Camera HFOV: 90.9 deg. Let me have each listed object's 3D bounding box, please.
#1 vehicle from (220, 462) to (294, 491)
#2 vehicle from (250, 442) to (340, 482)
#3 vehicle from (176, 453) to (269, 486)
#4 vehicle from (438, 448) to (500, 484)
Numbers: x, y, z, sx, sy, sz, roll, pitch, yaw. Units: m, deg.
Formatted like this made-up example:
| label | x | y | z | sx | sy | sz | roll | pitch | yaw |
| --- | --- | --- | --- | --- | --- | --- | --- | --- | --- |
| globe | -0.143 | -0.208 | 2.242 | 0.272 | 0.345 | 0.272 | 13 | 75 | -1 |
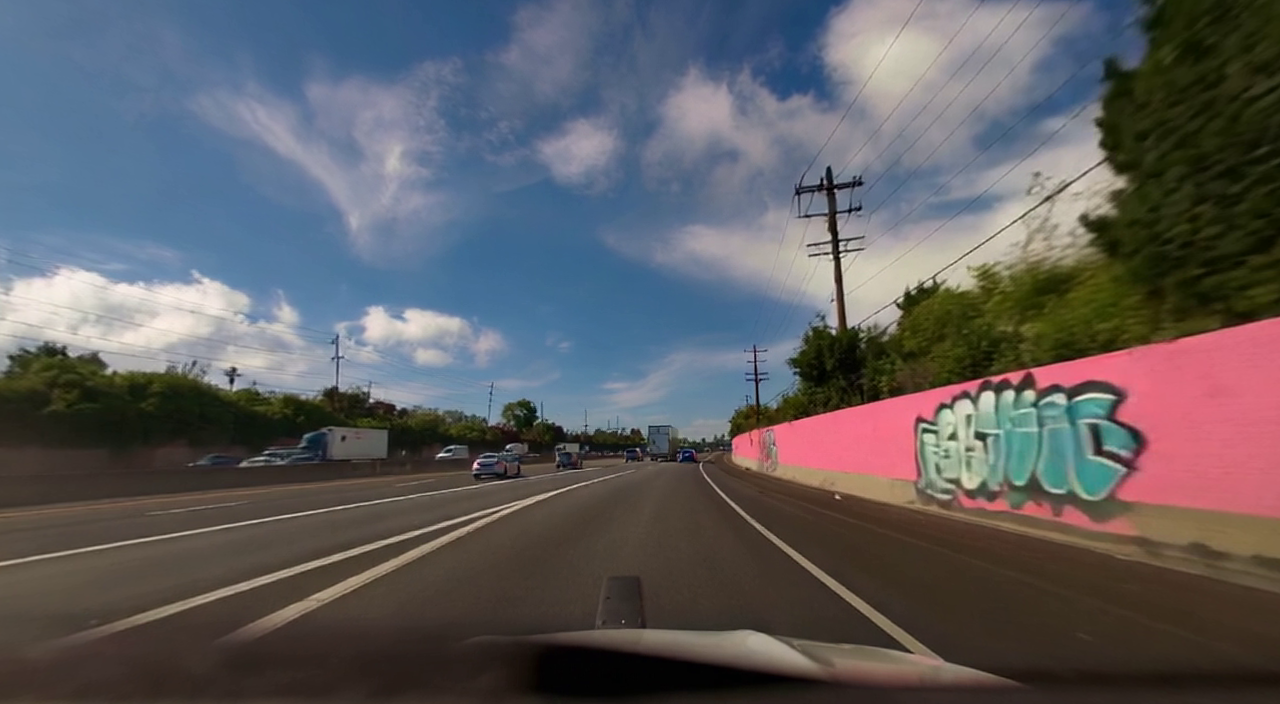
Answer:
| label | x | y | z | sx | sy | sz | roll | pitch | yaw |
| --- | --- | --- | --- | --- | --- | --- | --- | --- | --- |
| vehicle | -20.009 | 6.510 | 33.068 | 1.551 | 1.343 | 3.308 | -1 | -9 | 6 |
| vehicle | -23.009 | 7.346 | 42.367 | 2.521 | 2.525 | 5.345 | -2 | -9 | 7 |
| vehicle | -23.676 | 6.648 | 35.943 | 2.075 | 1.694 | 4.379 | -1 | -9 | 4 |
| vehicle | -7.440 | 4.974 | 27.659 | 1.708 | 1.489 | 2.840 | -1 | -9 | 6 |
